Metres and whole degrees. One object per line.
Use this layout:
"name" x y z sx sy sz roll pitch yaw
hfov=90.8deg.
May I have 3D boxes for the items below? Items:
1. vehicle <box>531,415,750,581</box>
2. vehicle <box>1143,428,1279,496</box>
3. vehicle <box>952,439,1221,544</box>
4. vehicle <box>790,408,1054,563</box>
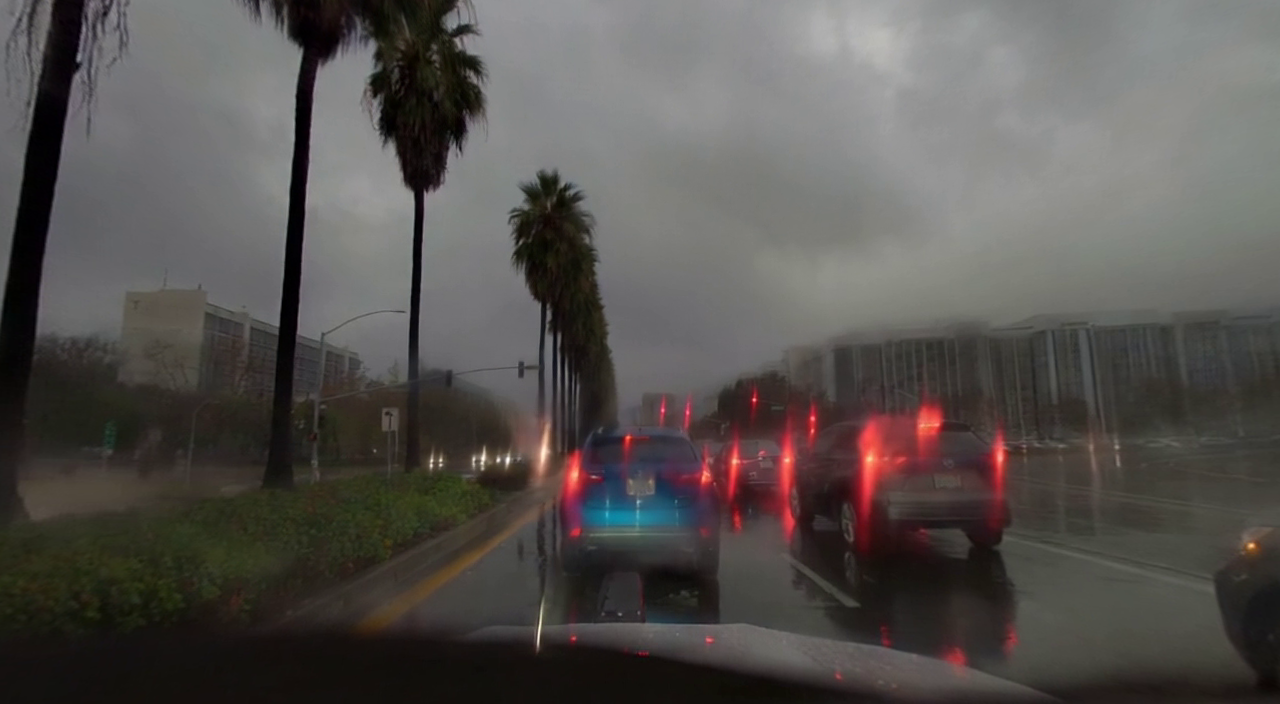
"vehicle" 0.001 1.708 8.124 2.083 1.572 4.021 0 -9 0
"vehicle" 18.051 3.201 18.493 4.786 1.848 2.107 0 -9 -1
"vehicle" 7.367 2.294 11.051 1.832 1.477 3.981 0 -9 2
"vehicle" 3.664 1.821 9.246 1.947 1.725 4.159 0 -9 1
